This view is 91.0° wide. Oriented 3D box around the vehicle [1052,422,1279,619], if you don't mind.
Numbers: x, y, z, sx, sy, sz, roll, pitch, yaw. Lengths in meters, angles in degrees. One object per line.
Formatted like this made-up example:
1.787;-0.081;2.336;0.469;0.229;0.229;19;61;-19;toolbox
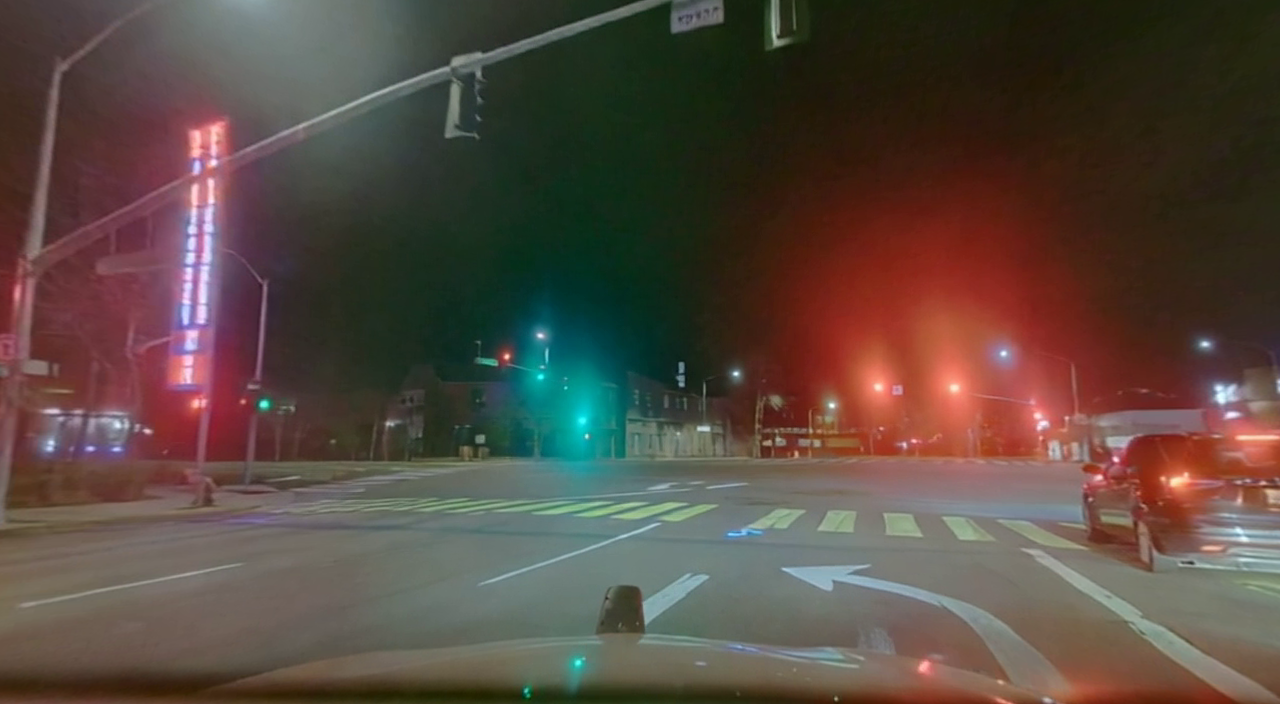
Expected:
6.413;1.676;7.081;2.067;1.625;4.073;-3;-9;21;vehicle
